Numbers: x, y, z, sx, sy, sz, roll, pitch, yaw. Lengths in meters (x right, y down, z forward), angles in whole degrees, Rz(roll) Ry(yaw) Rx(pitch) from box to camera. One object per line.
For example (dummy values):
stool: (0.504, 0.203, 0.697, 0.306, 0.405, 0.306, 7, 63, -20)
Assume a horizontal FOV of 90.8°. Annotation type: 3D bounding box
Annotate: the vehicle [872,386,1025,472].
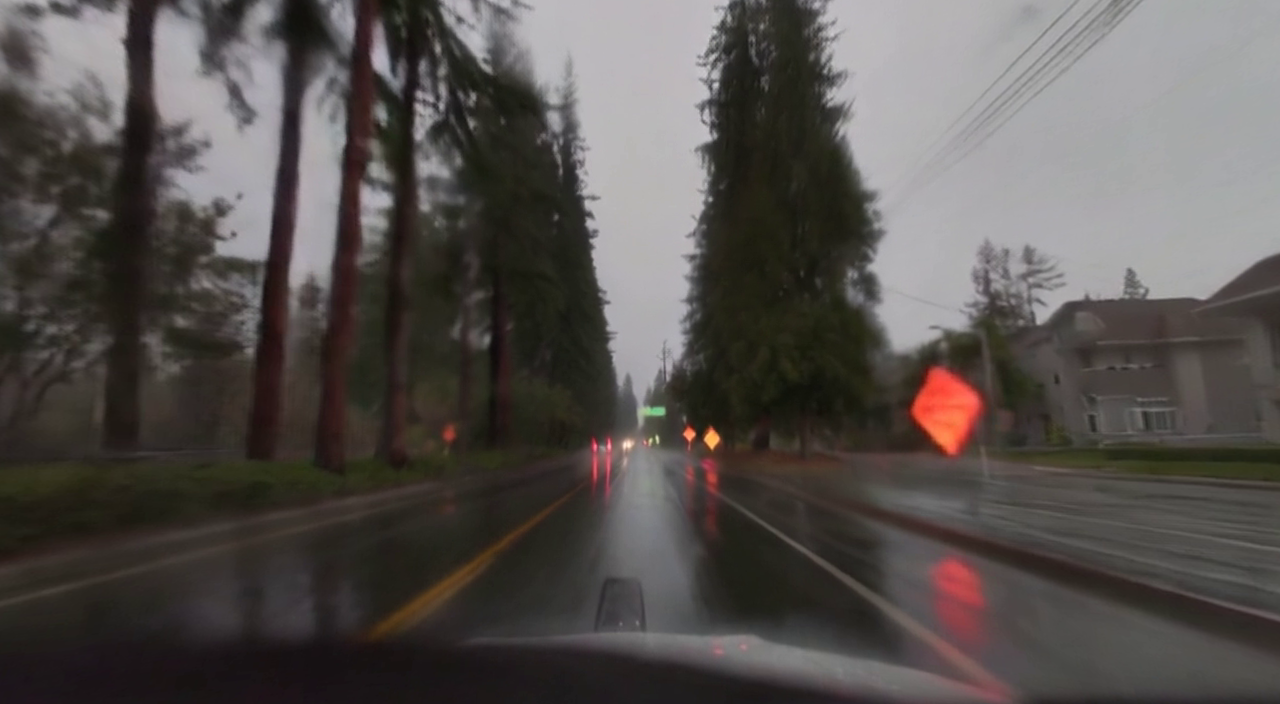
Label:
vehicle: (14.719, 3.929, 31.328, 2.889, 3.610, 9.347, 0, -8, 1)
